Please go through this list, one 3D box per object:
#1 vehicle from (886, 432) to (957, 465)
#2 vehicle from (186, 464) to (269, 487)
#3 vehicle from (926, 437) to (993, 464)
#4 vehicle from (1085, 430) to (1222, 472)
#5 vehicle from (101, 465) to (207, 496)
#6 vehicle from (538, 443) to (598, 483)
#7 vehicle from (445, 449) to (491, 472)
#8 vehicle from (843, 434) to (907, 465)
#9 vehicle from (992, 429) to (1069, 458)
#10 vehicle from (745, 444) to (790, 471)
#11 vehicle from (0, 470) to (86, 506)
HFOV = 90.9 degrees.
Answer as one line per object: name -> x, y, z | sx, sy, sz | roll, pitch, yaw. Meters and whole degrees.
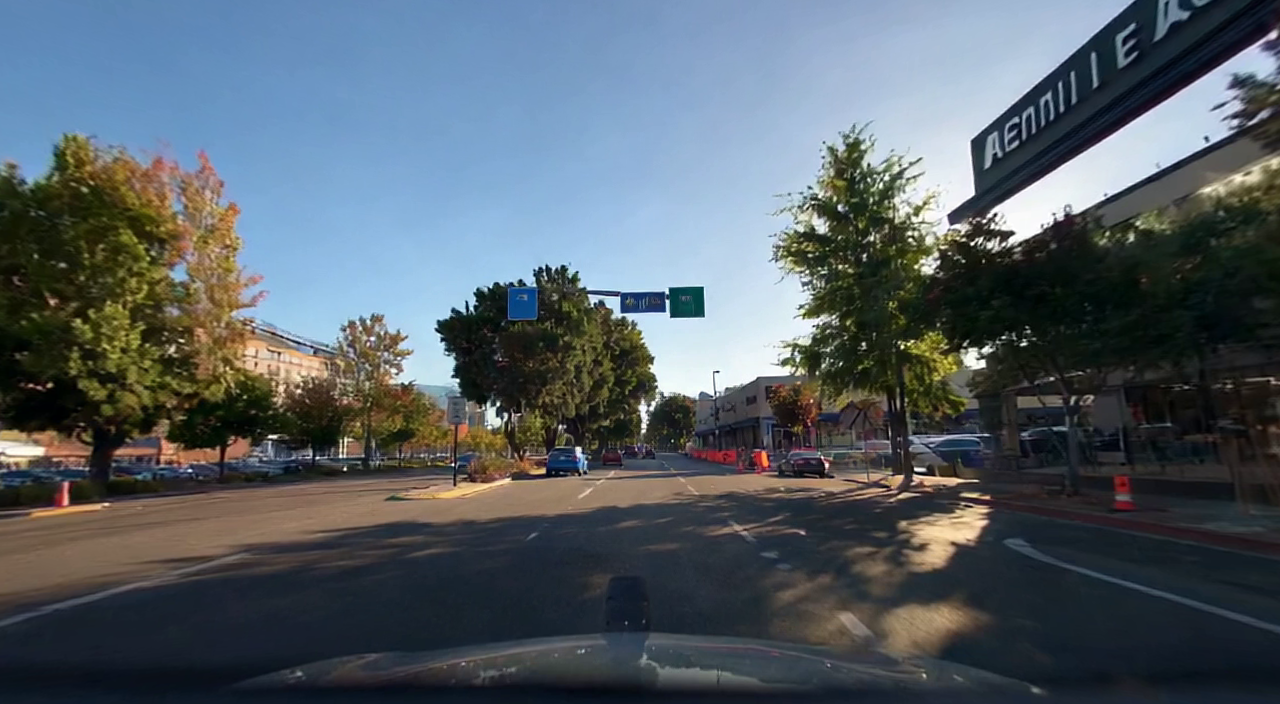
vehicle -> 16.169, 5.578, 36.485 | 1.984, 1.774, 4.406 | 0, -9, -1
vehicle -> -30.196, 9.011, 46.233 | 4.708, 1.457, 1.821 | 8, -12, -43
vehicle -> 18.320, 5.690, 36.332 | 1.881, 1.443, 3.882 | -1, -9, 2
vehicle -> 21.974, 4.255, 27.277 | 1.984, 1.643, 4.772 | 0, -8, 2
vehicle -> -30.125, 7.964, 39.184 | 5.077, 1.411, 1.808 | 3, -11, -39
vehicle -> -2.809, 4.433, 25.467 | 1.926, 1.442, 4.231 | 0, -9, 0
vehicle -> -11.919, 7.506, 43.839 | 1.917, 1.495, 4.309 | 0, -9, 1
vehicle -> 13.636, 5.694, 36.855 | 1.916, 1.683, 4.516 | 0, -9, 0
vehicle -> 25.868, 6.137, 42.026 | 2.043, 1.803, 4.774 | -1, -9, 0
vehicle -> 7.493, 6.217, 37.436 | 1.799, 1.399, 4.317 | -1, -8, 0
vehicle -> -30.527, 6.796, 31.418 | 1.862, 1.428, 4.160 | -12, -11, 44
